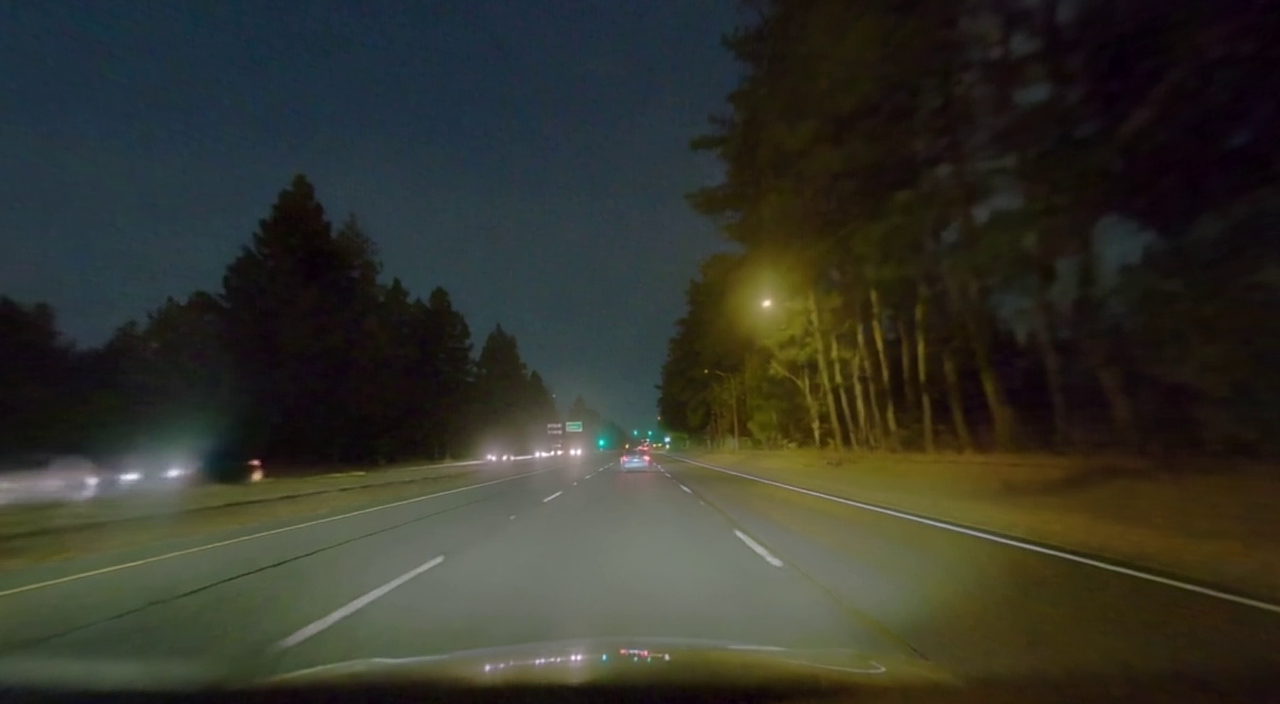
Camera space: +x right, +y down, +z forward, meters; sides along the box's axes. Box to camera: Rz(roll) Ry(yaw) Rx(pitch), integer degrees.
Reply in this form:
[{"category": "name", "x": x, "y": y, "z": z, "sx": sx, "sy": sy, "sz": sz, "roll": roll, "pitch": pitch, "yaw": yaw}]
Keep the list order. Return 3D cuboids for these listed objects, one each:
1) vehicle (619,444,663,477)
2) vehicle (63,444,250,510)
[{"category": "vehicle", "x": 0.036, "y": 5.511, "z": 32.045, "sx": 2.095, "sy": 1.537, "sz": 4.017, "roll": 0, "pitch": -9, "yaw": -1}, {"category": "vehicle", "x": -14.005, "y": 3.609, "z": 18.597, "sx": 1.970, "sy": 1.692, "sz": 4.464, "roll": 0, "pitch": -9, "yaw": 0}]
